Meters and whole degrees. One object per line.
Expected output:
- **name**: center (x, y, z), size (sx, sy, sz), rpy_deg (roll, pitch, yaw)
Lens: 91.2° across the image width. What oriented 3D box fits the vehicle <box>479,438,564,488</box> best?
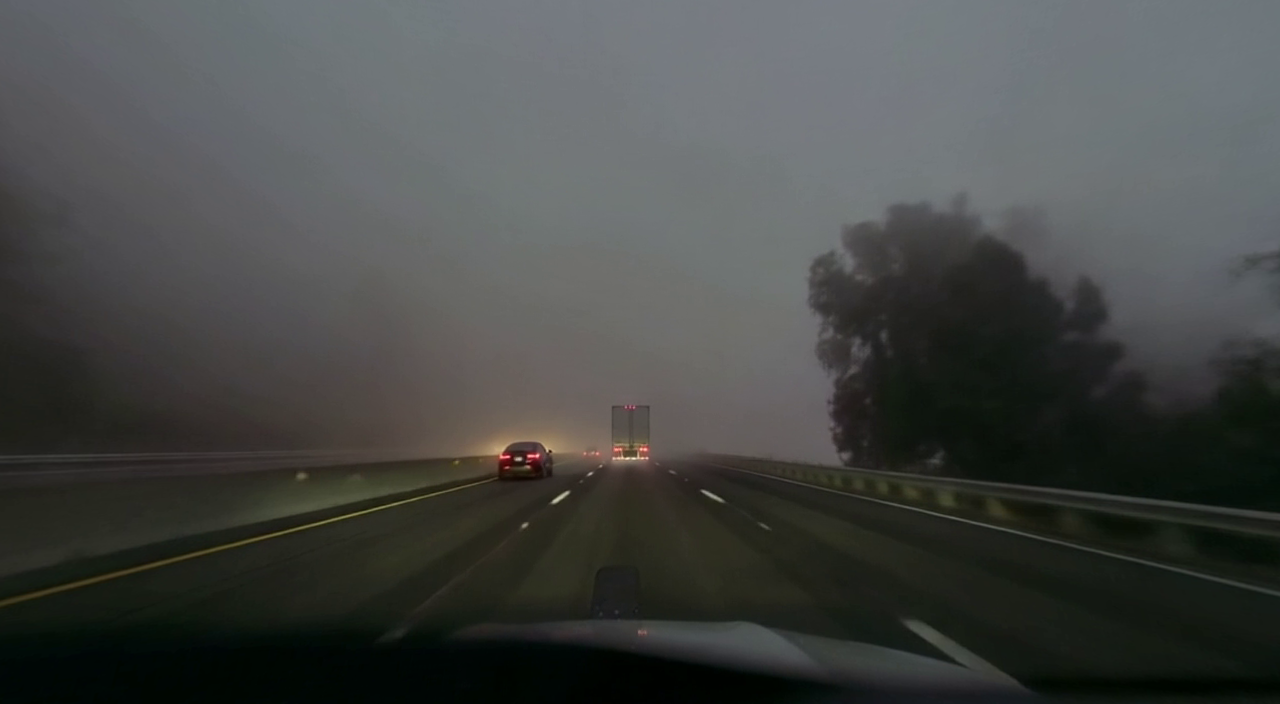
- **vehicle**: center (-3.931, 3.784, 21.599), size (2.057, 1.519, 4.372), rpy_deg (0, -9, 1)
